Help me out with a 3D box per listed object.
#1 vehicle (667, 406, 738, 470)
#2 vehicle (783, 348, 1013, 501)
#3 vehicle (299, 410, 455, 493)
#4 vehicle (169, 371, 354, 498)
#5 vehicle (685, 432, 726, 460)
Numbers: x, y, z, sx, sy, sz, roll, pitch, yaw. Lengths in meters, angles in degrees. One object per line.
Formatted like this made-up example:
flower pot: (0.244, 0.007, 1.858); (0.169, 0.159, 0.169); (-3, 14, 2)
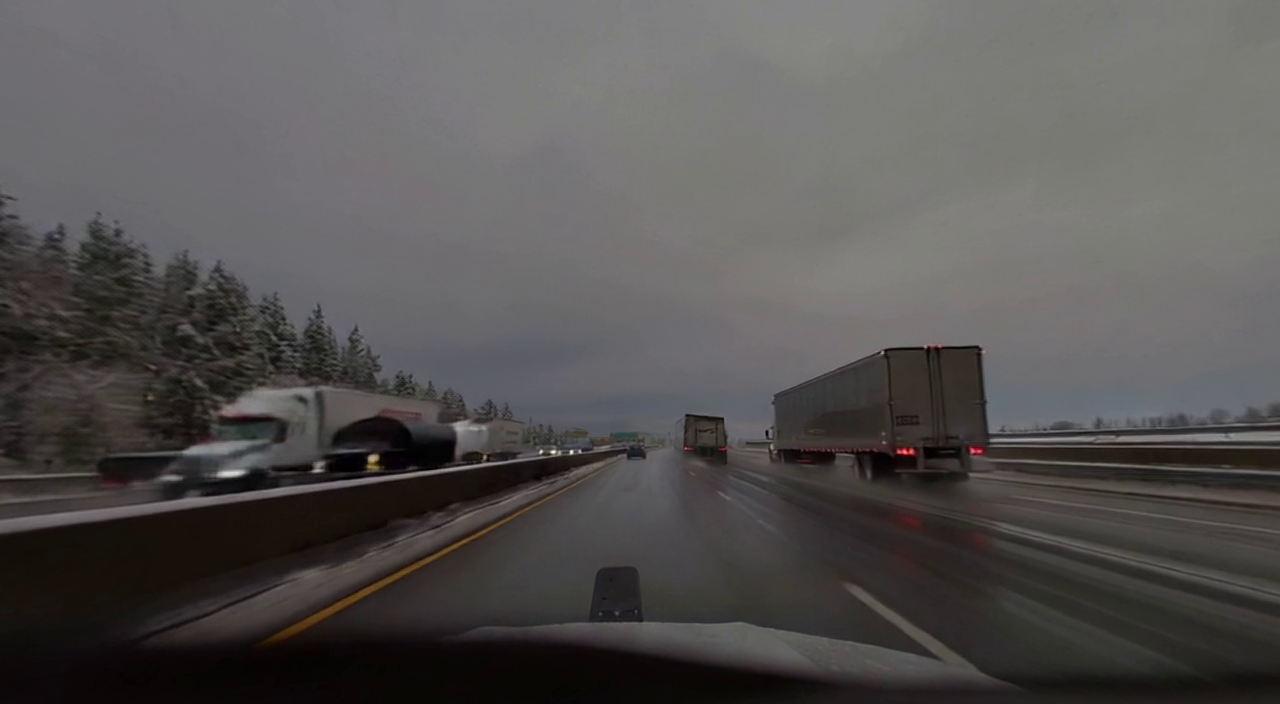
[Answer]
vehicle: (3.993, 5.955, 43.811); (3.288, 3.717, 13.646); (0, -7, -1)
vehicle: (8.401, 2.804, 23.622); (2.843, 4.053, 13.777); (0, -8, 0)
vehicle: (-9.126, 3.523, 22.861); (2.506, 2.525, 7.037); (0, -8, 1)
vehicle: (-13.492, 3.039, 23.195); (2.984, 4.048, 5.886); (0, -8, 1)
vehicle: (4.090, 5.940, 39.924); (2.120, 1.651, 4.639); (0, -8, 0)
